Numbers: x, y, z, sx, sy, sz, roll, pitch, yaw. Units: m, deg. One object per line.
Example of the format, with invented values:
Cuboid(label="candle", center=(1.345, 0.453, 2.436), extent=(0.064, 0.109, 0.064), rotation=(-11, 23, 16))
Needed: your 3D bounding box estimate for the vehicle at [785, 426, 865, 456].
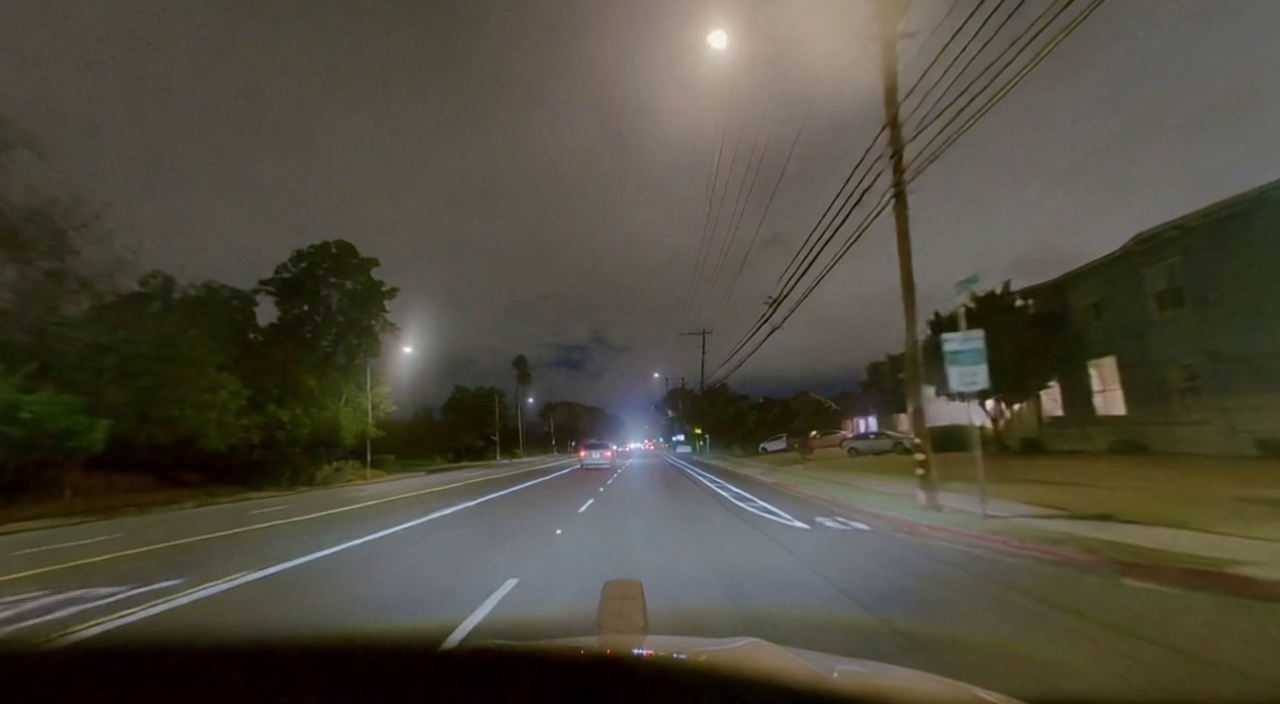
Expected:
Cuboid(label="vehicle", center=(12.524, 6.072, 42.919), extent=(4.719, 1.553, 1.889), rotation=(-5, -8, 0))

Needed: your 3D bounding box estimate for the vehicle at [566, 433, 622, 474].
Cuboid(label="vehicle", center=(-2.217, 5.125, 31.980), extent=(2.327, 1.861, 4.941), rotation=(0, -9, 2))

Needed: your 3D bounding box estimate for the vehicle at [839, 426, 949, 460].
Cuboid(label="vehicle", center=(12.028, 4.394, 30.149), extent=(2.212, 1.404, 4.283), rotation=(3, -10, -33))
